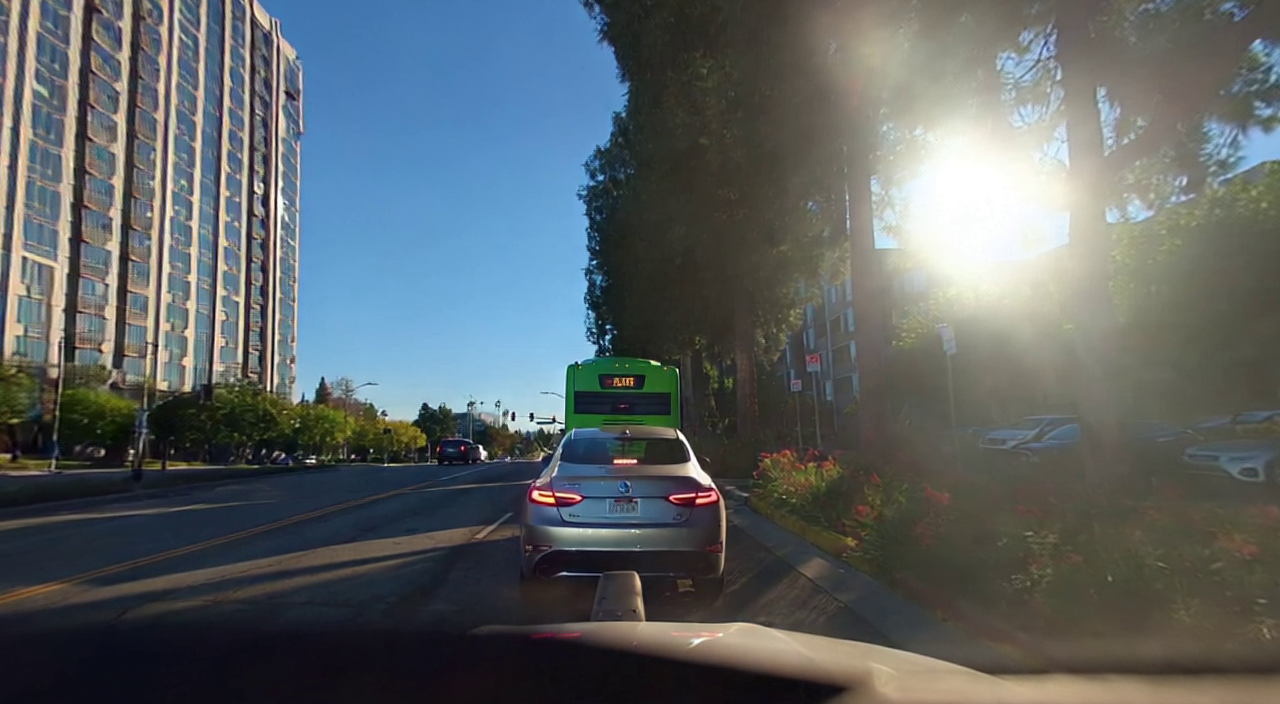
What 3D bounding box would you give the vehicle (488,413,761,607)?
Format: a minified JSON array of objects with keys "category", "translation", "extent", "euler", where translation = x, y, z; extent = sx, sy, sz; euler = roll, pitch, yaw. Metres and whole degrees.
[{"category":"vehicle","translation":[-0.154,1.463,6.803],"extent":[2.064,1.452,3.942],"euler":[0,-8,-1]}]
